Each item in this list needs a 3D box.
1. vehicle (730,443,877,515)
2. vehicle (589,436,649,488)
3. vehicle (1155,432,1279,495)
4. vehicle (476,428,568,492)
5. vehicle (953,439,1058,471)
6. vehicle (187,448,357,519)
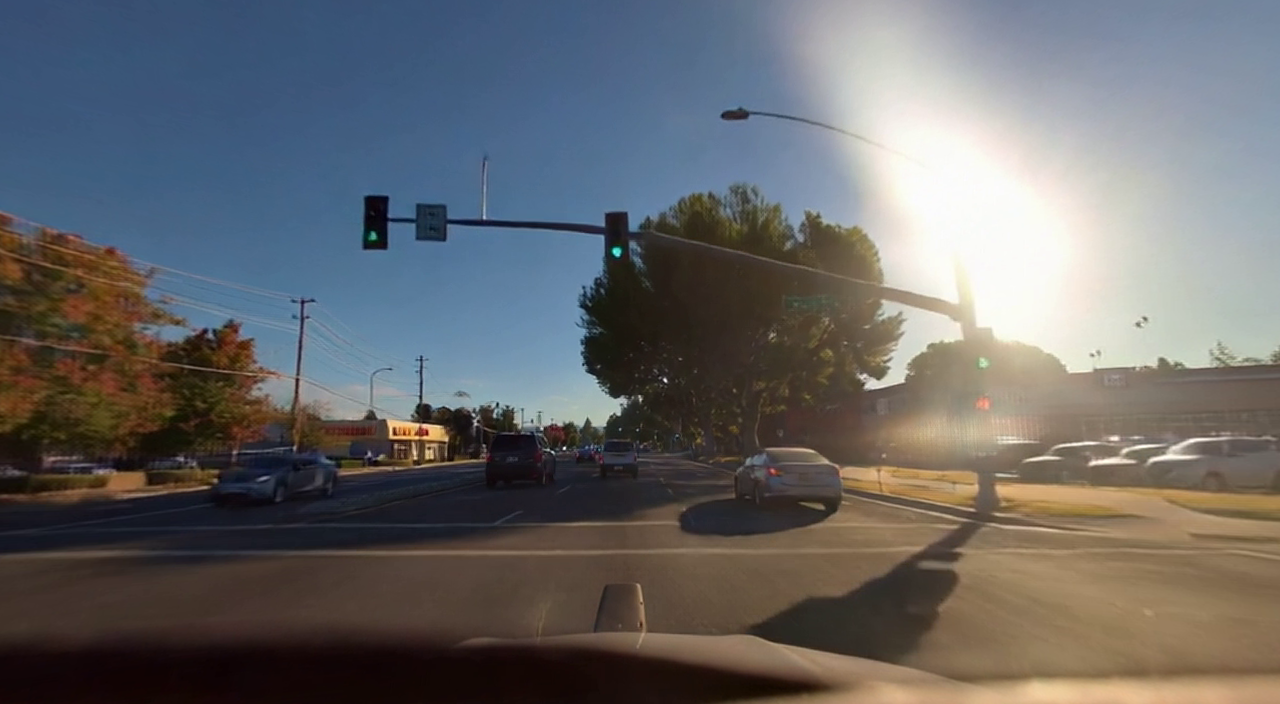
[{"bbox_3d":[3.674,2.947,15.208,2.207,1.447,4.418,0,-9,-2],"label":"vehicle"},{"bbox_3d":[-0.752,4.160,24.153,2.061,1.809,4.141,0,-9,0],"label":"vehicle"},{"bbox_3d":[18.970,3.284,18.896,5.209,1.743,2.081,0,-9,0],"label":"vehicle"},{"bbox_3d":[-4.050,3.850,22.880,2.252,1.999,5.605,0,-9,0],"label":"vehicle"},{"bbox_3d":[18.564,5.250,32.237,4.107,1.540,1.994,0,-9,-1],"label":"vehicle"},{"bbox_3d":[-9.199,3.278,16.320,1.867,1.427,4.371,-3,-8,-1],"label":"vehicle"}]
